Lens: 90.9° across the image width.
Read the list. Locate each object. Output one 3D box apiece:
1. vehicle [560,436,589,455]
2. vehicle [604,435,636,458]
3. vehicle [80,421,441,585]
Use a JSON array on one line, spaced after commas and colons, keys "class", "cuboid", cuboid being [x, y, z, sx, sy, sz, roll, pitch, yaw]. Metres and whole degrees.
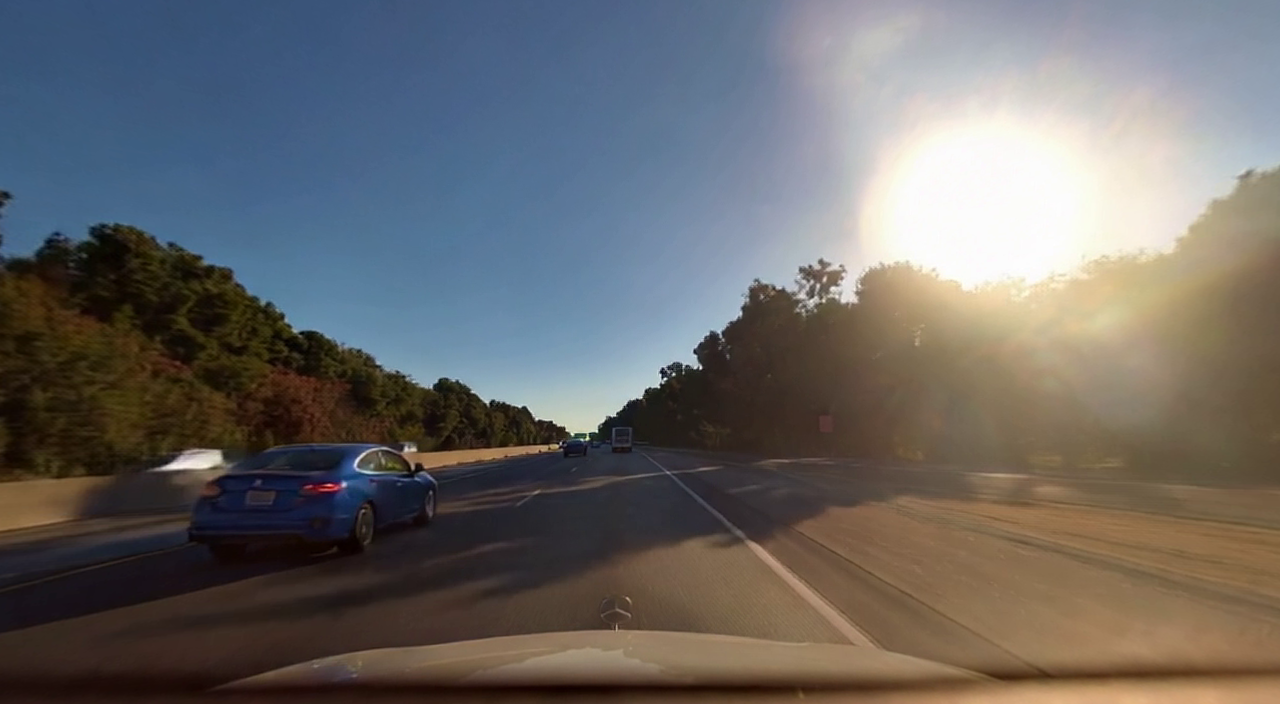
[{"class": "vehicle", "cuboid": [-5.049, 7.253, 48.979, 1.907, 1.445, 4.049, 0, -8, -1]}, {"class": "vehicle", "cuboid": [-1.386, 6.610, 44.267, 2.162, 1.460, 4.242, 0, -8, -2]}, {"class": "vehicle", "cuboid": [-4.115, 1.654, 7.853, 1.958, 1.477, 4.121, 0, -8, -1]}]
